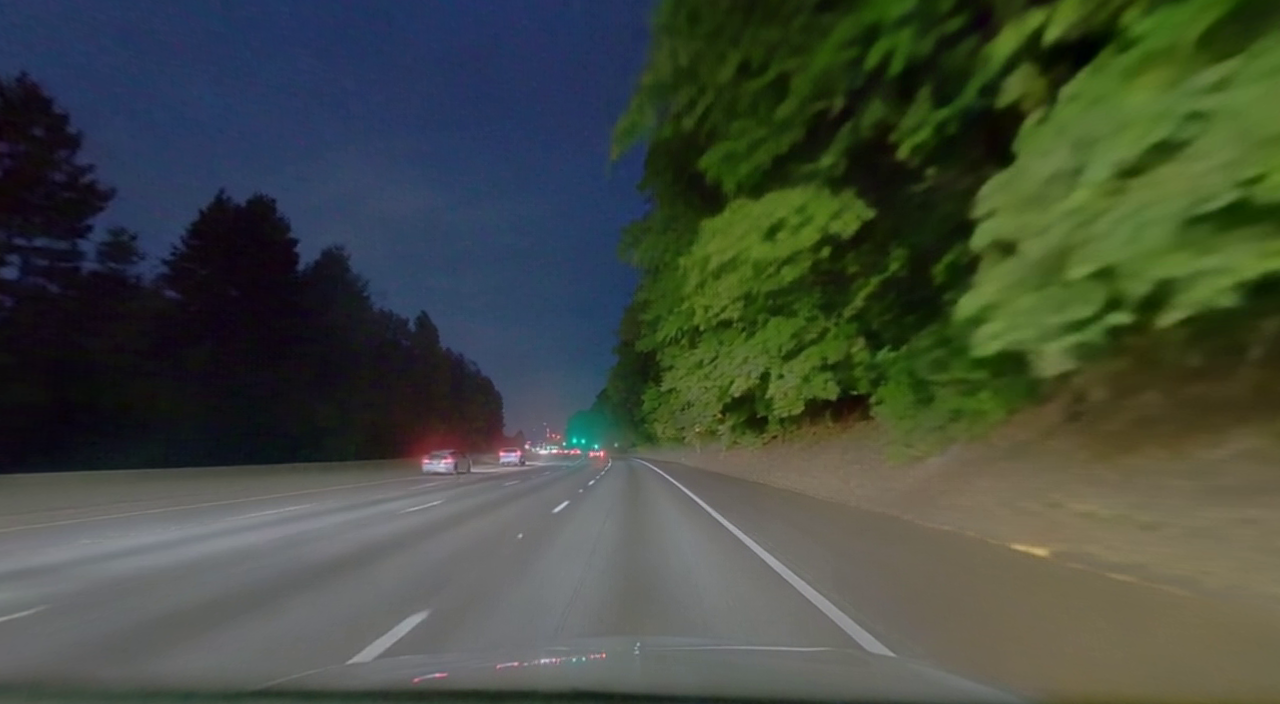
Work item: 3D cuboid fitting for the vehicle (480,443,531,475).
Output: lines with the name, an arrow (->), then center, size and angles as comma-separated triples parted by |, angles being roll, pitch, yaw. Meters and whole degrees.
vehicle -> -7.619, 6.078, 36.032 | 2.060, 1.680, 4.255 | 0, -9, -1

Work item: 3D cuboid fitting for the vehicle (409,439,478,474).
vehicle -> -11.665, 6.247, 37.888 | 2.425, 1.926, 5.584 | 0, -9, -1
